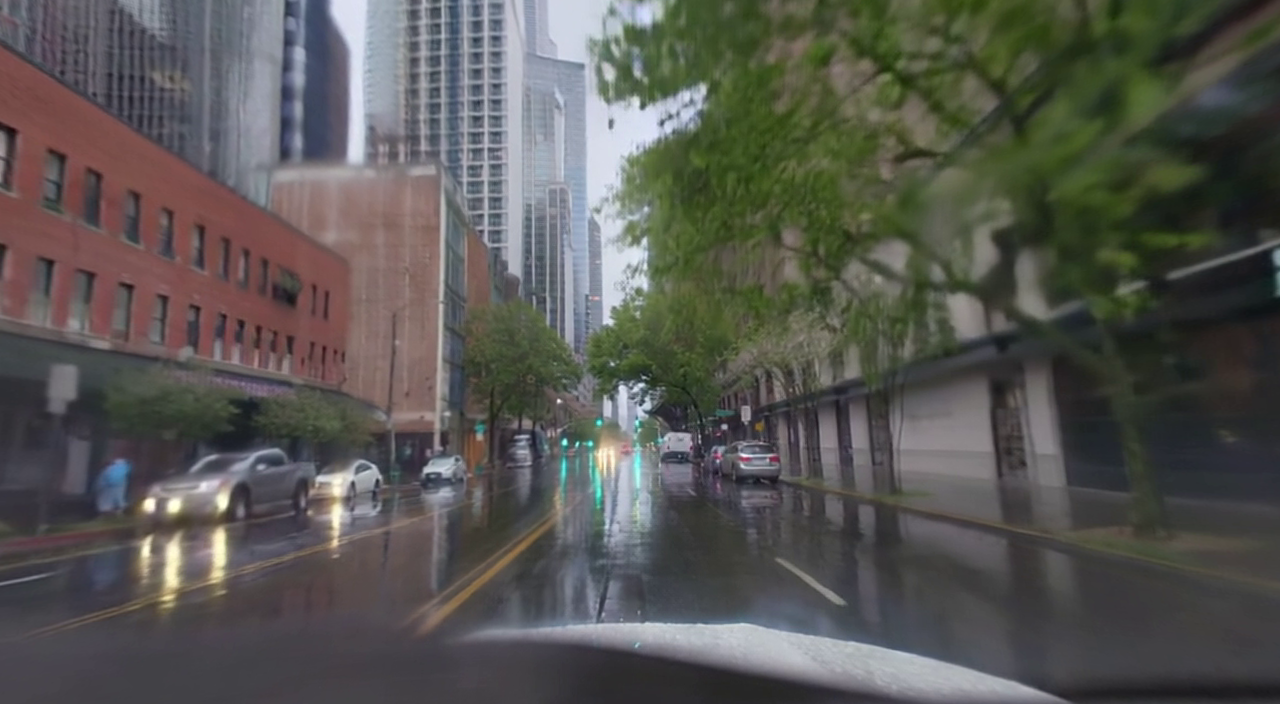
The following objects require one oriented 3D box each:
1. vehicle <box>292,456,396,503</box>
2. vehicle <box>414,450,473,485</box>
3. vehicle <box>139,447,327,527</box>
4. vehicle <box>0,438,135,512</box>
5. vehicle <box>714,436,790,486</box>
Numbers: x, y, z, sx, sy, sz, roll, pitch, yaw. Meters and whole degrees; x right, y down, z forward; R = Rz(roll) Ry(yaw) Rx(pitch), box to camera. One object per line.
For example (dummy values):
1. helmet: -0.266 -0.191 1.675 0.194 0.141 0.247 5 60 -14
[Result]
1. vehicle: -11.356 4.903 24.581 2.007 1.511 4.280 -4 -10 0
2. vehicle: -11.239 6.640 36.424 2.039 1.770 4.445 -3 -9 -1
3. vehicle: -11.344 3.719 18.273 1.970 1.828 5.519 -3 -8 -2
4. vehicle: -18.529 3.746 19.869 4.675 1.985 2.189 -4 -7 25
5. vehicle: 4.662 4.649 27.242 2.237 1.908 5.320 0 -9 -1
